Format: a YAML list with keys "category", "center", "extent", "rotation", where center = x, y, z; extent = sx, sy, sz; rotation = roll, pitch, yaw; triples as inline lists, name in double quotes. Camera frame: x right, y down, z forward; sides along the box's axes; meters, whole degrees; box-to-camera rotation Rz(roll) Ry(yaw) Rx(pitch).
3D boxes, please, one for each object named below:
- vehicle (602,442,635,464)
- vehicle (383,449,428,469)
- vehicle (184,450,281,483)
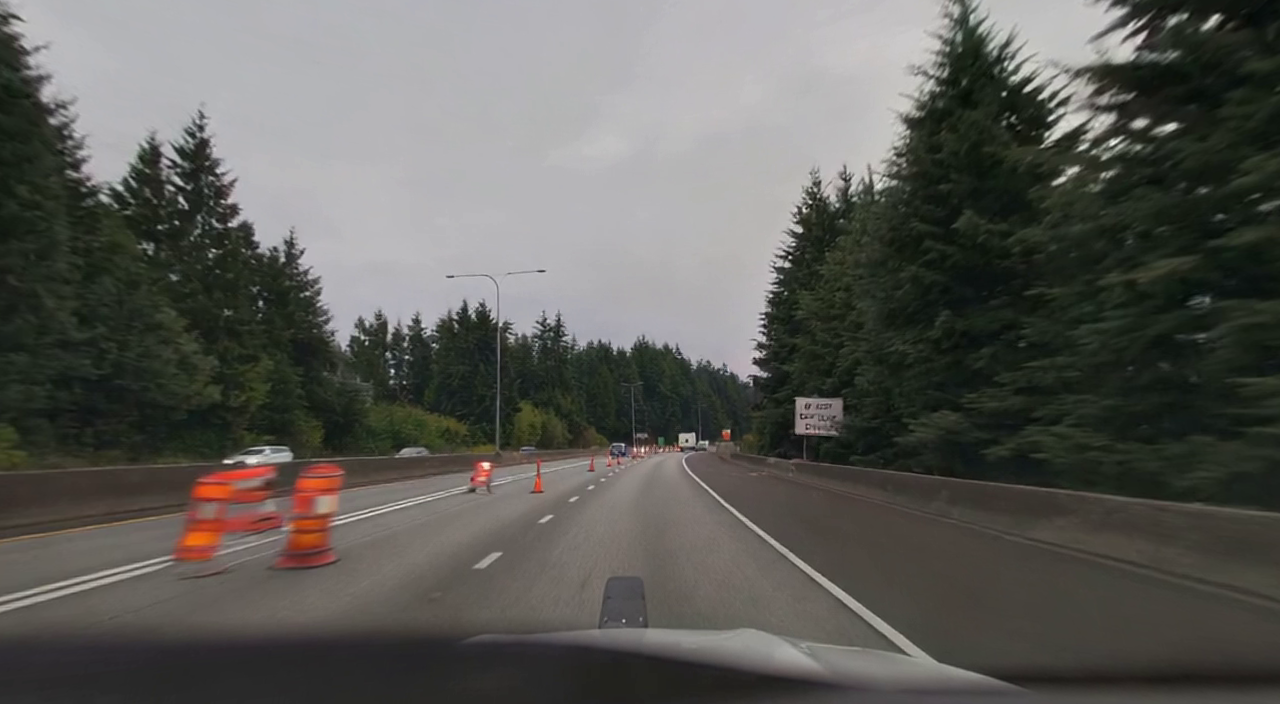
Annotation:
- category: "vehicle"
  center: [-1.479, 7.131, 44.502]
  extent: [2.118, 1.475, 4.263]
  rotation: [0, -8, 1]
- category: "vehicle"
  center: [-18.030, 8.197, 48.497]
  extent: [1.884, 1.459, 3.767]
  rotation: [0, -8, 2]
- category: "vehicle"
  center: [-19.606, 5.498, 30.528]
  extent: [1.856, 1.473, 4.055]
  rotation: [0, -8, 2]
